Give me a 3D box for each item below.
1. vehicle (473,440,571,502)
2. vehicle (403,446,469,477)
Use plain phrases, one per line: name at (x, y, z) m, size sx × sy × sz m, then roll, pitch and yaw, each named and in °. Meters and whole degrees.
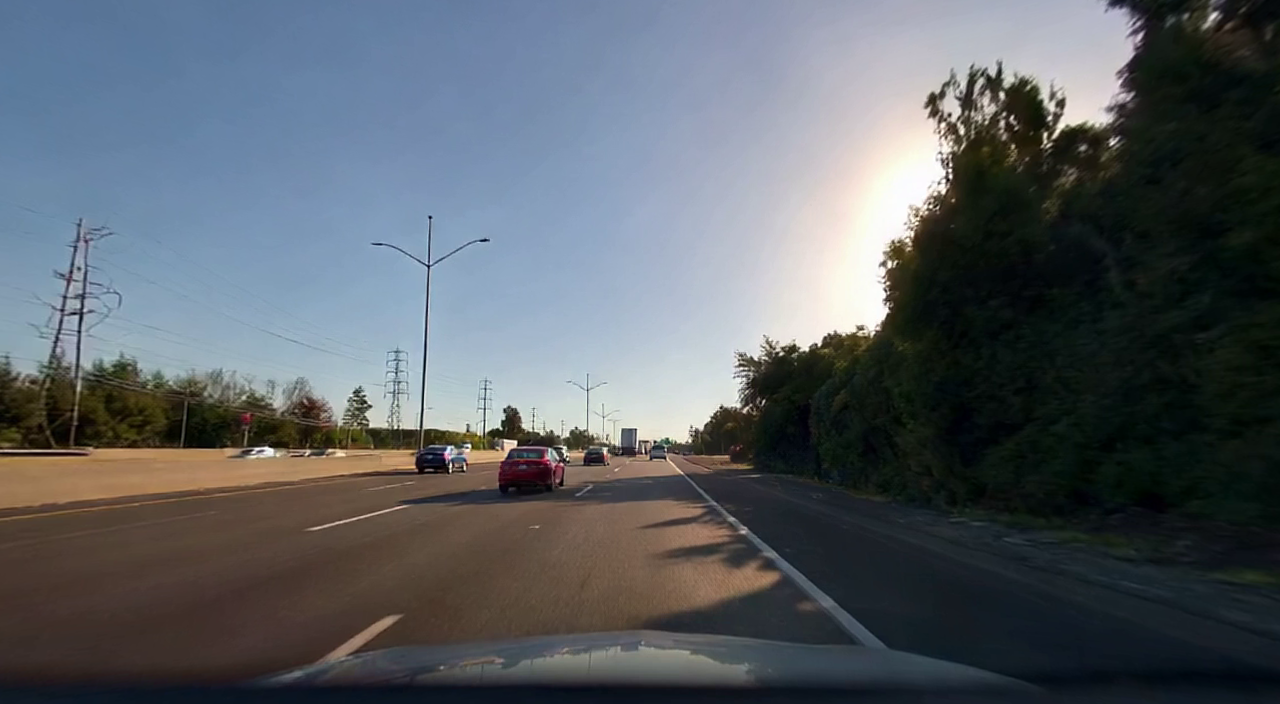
vehicle at (-3.151, 3.235, 17.577) m, size 1.953 × 1.511 × 3.704 m, roll 0°, pitch -8°, yaw 1°
vehicle at (-10.628, 5.703, 33.252) m, size 1.888 × 1.481 × 4.477 m, roll -1°, pitch -8°, yaw 2°
